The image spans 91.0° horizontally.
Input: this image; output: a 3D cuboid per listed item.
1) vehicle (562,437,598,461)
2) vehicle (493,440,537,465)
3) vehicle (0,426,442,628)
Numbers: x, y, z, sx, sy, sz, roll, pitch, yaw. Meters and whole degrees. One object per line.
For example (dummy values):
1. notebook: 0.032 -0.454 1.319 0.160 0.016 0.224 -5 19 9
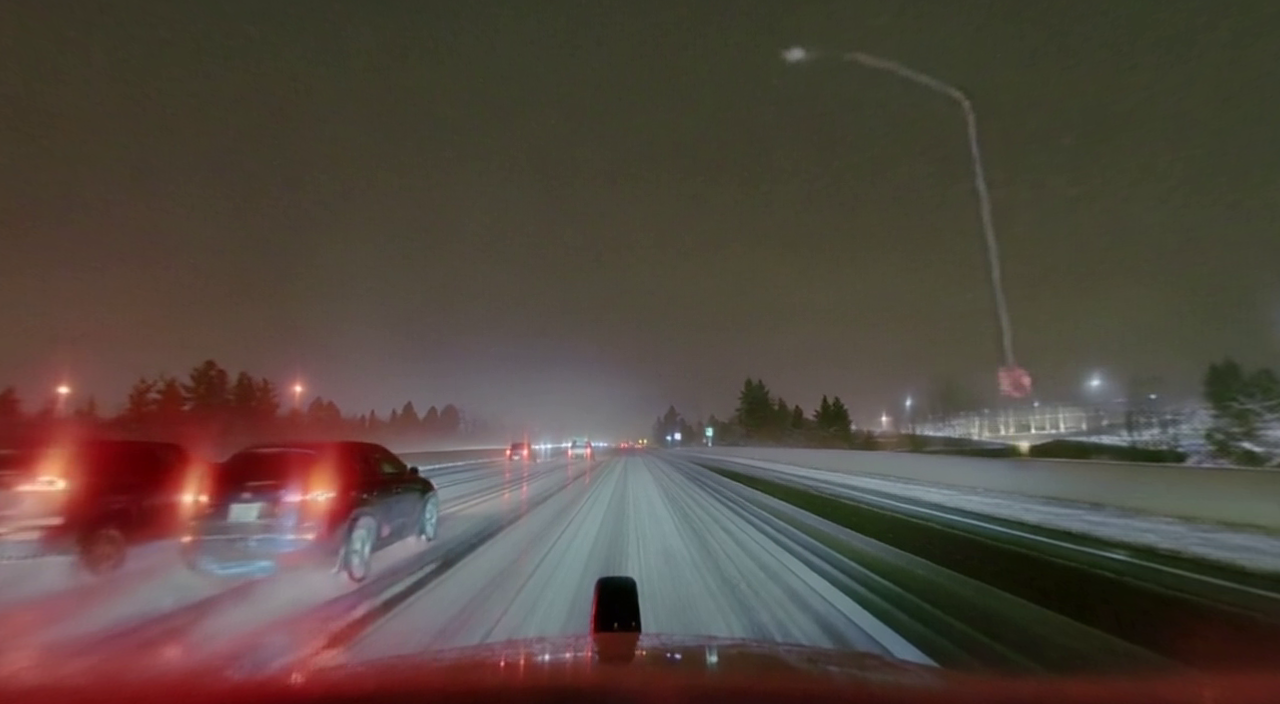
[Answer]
1. vehicle: -4.422 7.220 46.865 2.200 1.662 5.091 -1 -8 0
2. vehicle: -8.074 6.553 41.189 1.924 1.519 4.791 0 -8 0
3. vehicle: -4.024 1.645 7.124 2.044 1.479 4.745 0 -8 0
